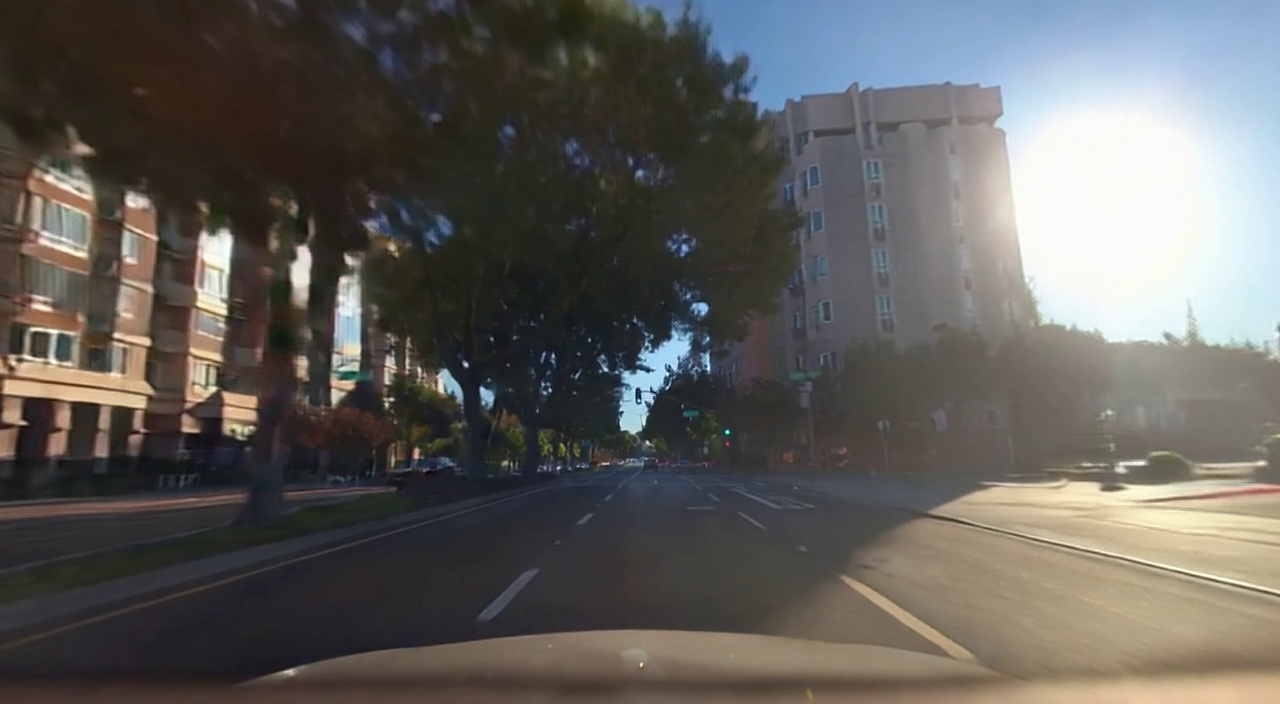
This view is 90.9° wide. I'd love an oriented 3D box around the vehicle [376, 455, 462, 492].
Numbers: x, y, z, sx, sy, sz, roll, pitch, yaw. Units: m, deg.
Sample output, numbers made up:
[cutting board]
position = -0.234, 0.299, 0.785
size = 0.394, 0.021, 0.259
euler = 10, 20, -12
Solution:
[vehicle]
position = -9.954, 5.501, 28.843
size = 2.004, 1.469, 4.724
euler = -1, -9, 3
